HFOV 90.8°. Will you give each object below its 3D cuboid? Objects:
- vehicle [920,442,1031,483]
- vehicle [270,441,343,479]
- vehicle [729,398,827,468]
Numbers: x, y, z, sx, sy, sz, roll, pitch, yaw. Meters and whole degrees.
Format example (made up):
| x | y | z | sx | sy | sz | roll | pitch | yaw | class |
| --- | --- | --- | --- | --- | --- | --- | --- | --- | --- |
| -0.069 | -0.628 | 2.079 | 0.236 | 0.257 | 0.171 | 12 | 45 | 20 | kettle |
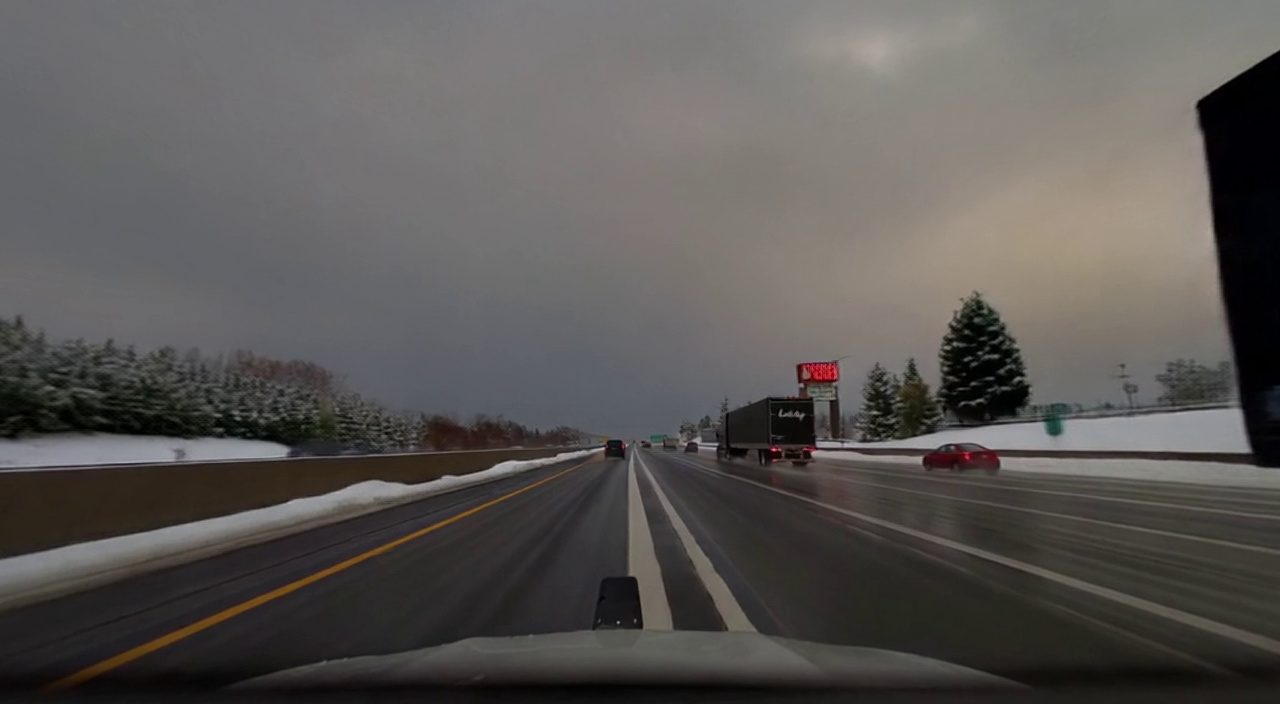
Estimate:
| x | y | z | sx | sy | sz | roll | pitch | yaw | class |
| --- | --- | --- | --- | --- | --- | --- | --- | --- | --- |
| 13.122 | 4.311 | 25.069 | 1.862 | 1.462 | 4.459 | 0 | -9 | -2 | vehicle |
| -25.397 | 8.214 | 48.431 | 2.457 | 2.683 | 5.902 | 0 | -8 | -1 | vehicle |
| 9.328 | 6.016 | 45.820 | 2.892 | 4.128 | 16.495 | 0 | -9 | -2 | vehicle |
